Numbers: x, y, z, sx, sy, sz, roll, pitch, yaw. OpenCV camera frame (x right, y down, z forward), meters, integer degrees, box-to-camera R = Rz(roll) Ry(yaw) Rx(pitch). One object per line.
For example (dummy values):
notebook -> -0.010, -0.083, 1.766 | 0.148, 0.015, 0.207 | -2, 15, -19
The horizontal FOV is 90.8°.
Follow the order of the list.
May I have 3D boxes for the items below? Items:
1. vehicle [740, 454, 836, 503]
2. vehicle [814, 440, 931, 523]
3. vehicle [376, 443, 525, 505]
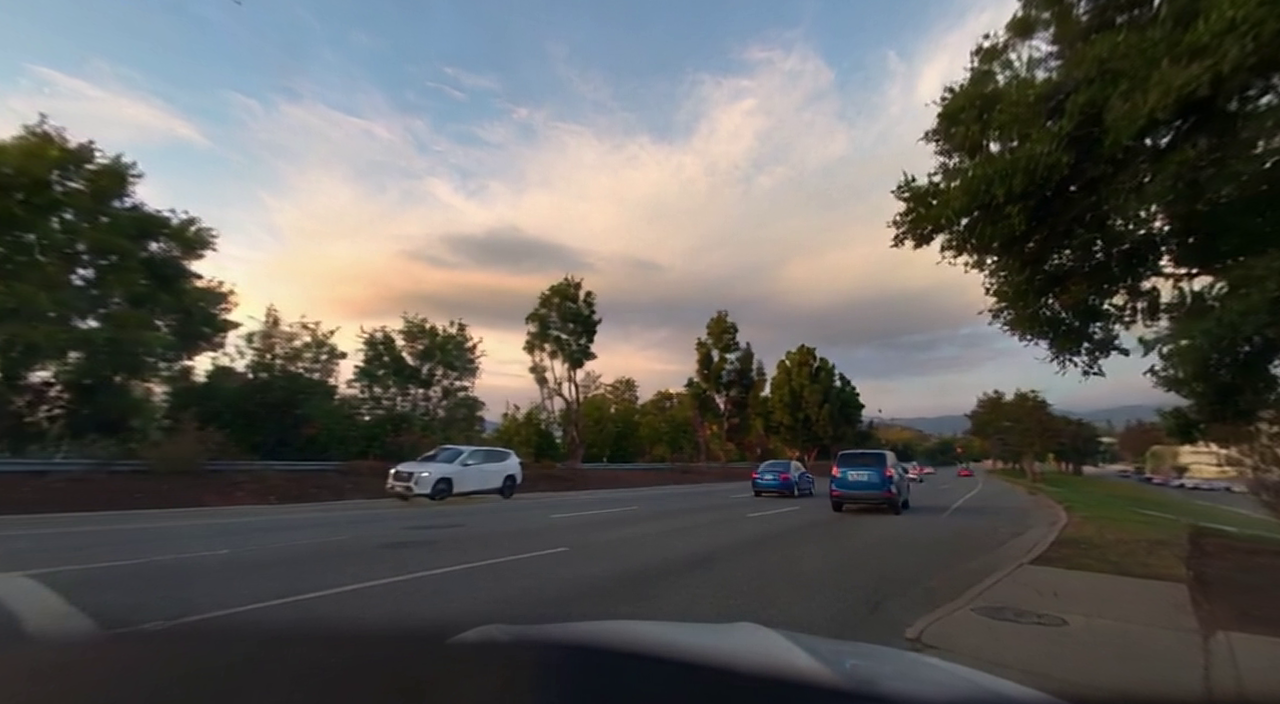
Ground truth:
vehicle -> 5.762, 4.758, 24.170 | 2.123, 1.592, 4.505 | -6, -10, 32
vehicle -> 6.232, 3.265, 16.604 | 2.125, 1.830, 4.370 | -5, -10, 29
vehicle -> -6.240, 4.004, 21.329 | 1.973, 1.826, 4.538 | -6, -10, 33
